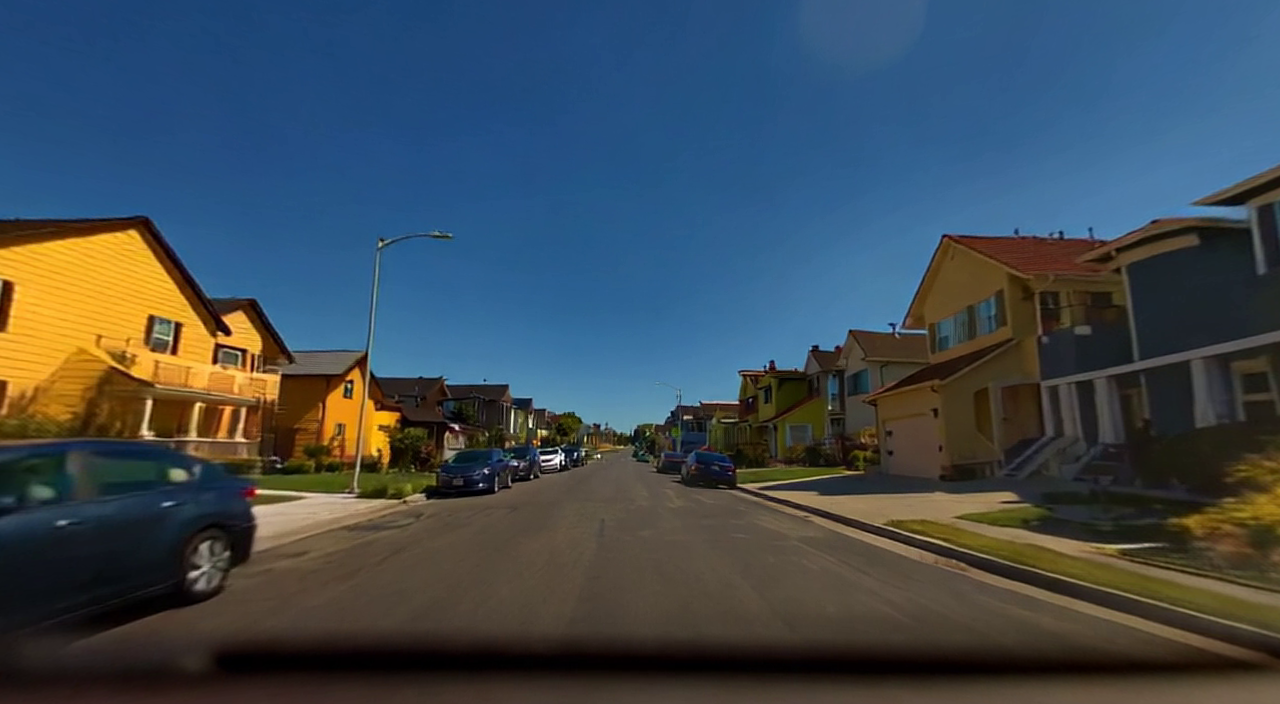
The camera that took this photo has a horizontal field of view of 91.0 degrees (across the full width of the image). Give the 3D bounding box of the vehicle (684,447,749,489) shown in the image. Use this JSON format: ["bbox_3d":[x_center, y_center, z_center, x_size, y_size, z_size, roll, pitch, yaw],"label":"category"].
[{"bbox_3d":[2.927,4.541,25.025,1.888,1.484,4.476,0,-8,-1],"label":"vehicle"}]

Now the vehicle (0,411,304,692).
[{"bbox_3d":[-4.433,1.139,3.930,2.080,1.471,4.638,1,-9,0],"label":"vehicle"}]

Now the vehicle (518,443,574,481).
[{"bbox_3d":[-4.410,5.204,30.239,2.089,1.508,4.537,2,-7,-1],"label":"vehicle"}]

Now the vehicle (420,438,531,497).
[{"bbox_3d":[-4.601,3.301,18.503,2.020,1.470,5.300,0,-8,-2],"label":"vehicle"}]
